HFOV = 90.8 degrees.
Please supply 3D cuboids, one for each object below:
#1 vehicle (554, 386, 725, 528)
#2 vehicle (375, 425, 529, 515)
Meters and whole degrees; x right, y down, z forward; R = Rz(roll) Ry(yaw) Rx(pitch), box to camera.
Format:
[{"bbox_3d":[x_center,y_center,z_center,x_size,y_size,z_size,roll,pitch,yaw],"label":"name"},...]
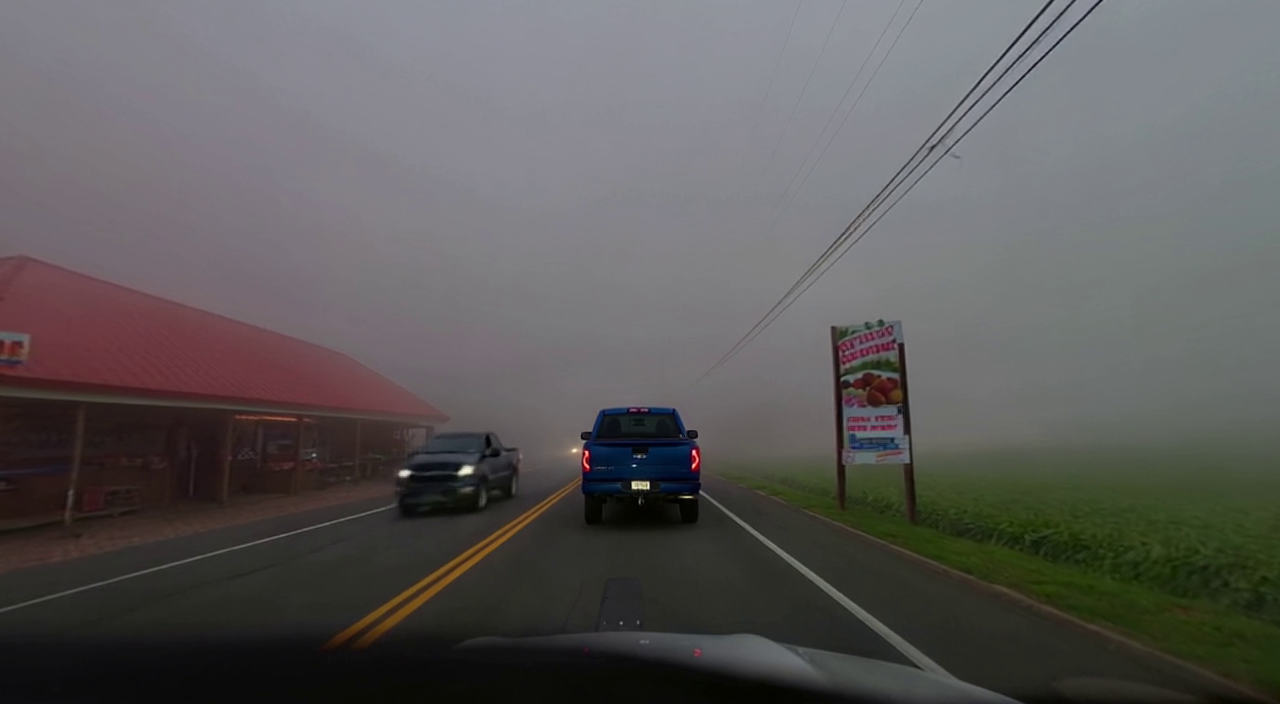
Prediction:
[{"bbox_3d":[-0.089,2.089,13.008,2.693,2.223,5.885,0,-8,-2],"label":"vehicle"},{"bbox_3d":[-4.091,2.654,14.745,2.190,1.746,4.616,0,-8,0],"label":"vehicle"}]
